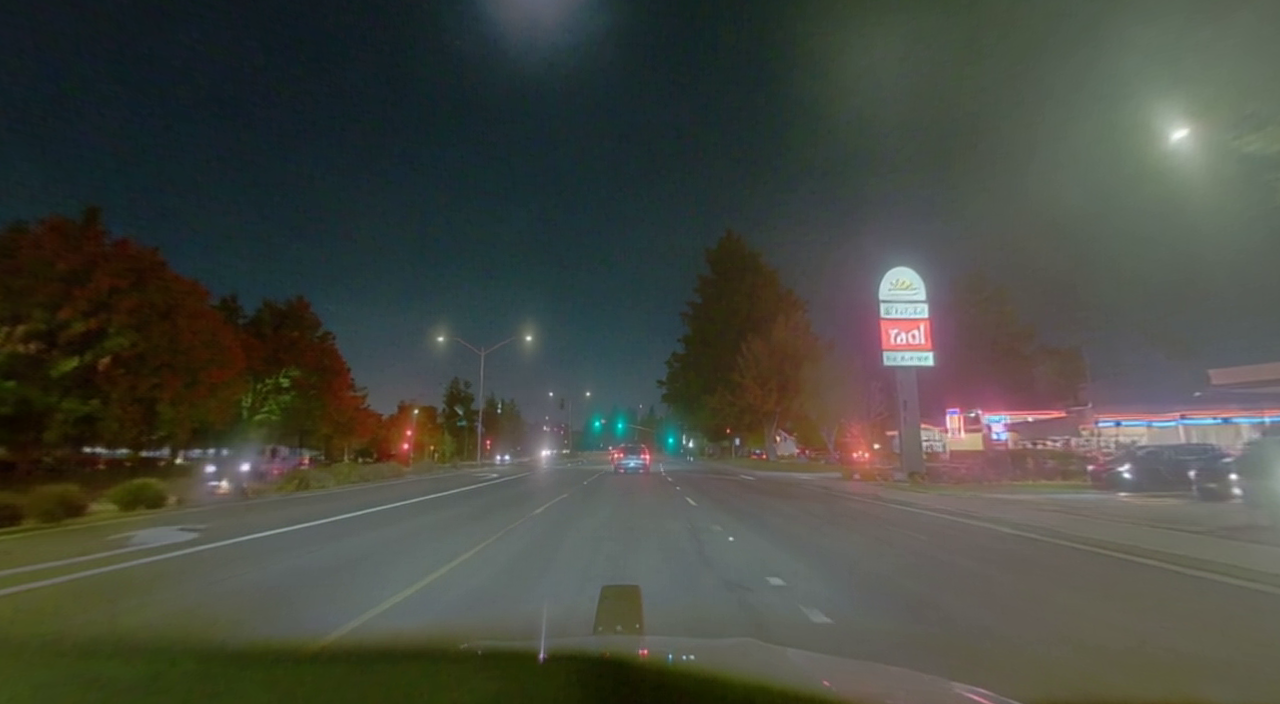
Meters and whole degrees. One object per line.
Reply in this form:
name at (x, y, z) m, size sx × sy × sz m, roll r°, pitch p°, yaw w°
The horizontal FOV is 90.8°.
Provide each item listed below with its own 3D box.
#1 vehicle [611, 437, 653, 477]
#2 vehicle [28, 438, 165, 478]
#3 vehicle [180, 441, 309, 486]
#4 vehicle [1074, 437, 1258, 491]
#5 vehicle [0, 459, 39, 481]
vehicle at (-0.396, 5.617, 34.008) m, size 2.096 × 1.961 × 4.259 m, roll 0°, pitch -9°, yaw 0°
vehicle at (-33.006, 6.457, 38.620) m, size 5.508 × 2.313 × 2.818 m, roll 2°, pitch -9°, yaw -14°
vehicle at (-20.083, 5.671, 32.581) m, size 2.492 × 2.083 × 6.312 m, roll 0°, pitch -9°, yaw 0°
vehicle at (16.120, 3.455, 19.510) m, size 4.026 × 1.463 × 1.826 m, roll -1°, pitch -10°, yaw -2°
vehicle at (-45.556, 8.384, 44.994) m, size 1.750 × 1.432 × 3.827 m, roll 0°, pitch -9°, yaw -1°
